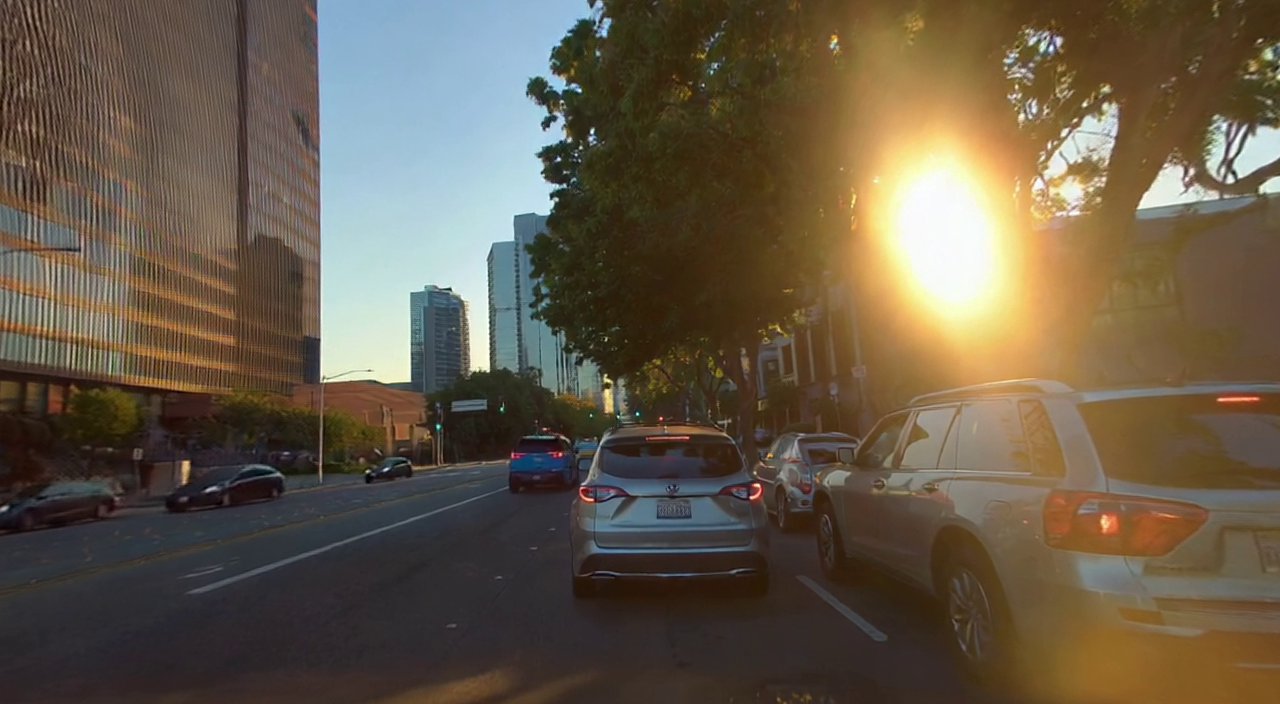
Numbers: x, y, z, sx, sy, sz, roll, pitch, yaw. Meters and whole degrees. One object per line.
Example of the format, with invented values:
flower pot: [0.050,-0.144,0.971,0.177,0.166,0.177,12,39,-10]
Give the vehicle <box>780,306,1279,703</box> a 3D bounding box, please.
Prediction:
vehicle: [2.748,1.088,4.914,2.117,1.855,4.794,0,-9,-1]

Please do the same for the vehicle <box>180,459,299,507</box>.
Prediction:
vehicle: [-16.192,5.290,25.832,2.105,1.676,4.099,0,-9,1]

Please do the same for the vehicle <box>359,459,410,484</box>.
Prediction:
vehicle: [-19.308,9.007,47.879,2.068,1.729,4.135,0,-9,0]

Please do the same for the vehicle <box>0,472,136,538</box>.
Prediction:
vehicle: [-19.507,4.833,20.409,2.274,1.708,4.863,0,-9,1]

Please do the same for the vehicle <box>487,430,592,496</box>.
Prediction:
vehicle: [-3.042,3.533,20.510,2.375,1.847,5.606,0,-9,1]

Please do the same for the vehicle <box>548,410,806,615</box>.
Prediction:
vehicle: [0.238,1.546,6.873,2.045,1.608,3.573,0,-9,-2]
